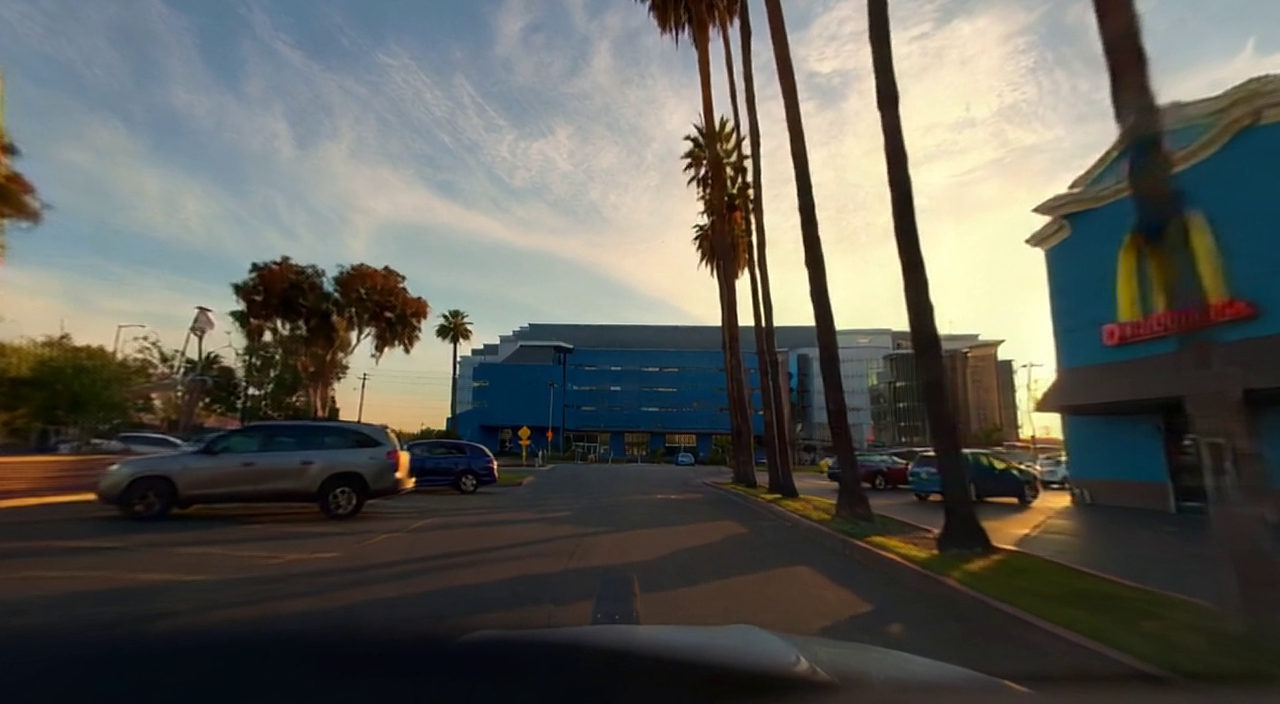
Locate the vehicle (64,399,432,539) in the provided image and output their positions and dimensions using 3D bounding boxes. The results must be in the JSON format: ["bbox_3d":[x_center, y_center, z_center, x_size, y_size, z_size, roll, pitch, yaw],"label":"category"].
[{"bbox_3d":[-6.312,1.906,10.769,4.787,1.867,2.092,6,-10,-34],"label":"vehicle"}]

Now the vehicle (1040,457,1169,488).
[{"bbox_3d":[24.903,6.441,34.114,1.785,1.539,5.214,7,-12,-34],"label":"vehicle"}]

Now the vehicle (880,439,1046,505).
[{"bbox_3d":[9.897,3.636,19.331,4.758,1.759,2.068,5,-11,-28],"label":"vehicle"}]
